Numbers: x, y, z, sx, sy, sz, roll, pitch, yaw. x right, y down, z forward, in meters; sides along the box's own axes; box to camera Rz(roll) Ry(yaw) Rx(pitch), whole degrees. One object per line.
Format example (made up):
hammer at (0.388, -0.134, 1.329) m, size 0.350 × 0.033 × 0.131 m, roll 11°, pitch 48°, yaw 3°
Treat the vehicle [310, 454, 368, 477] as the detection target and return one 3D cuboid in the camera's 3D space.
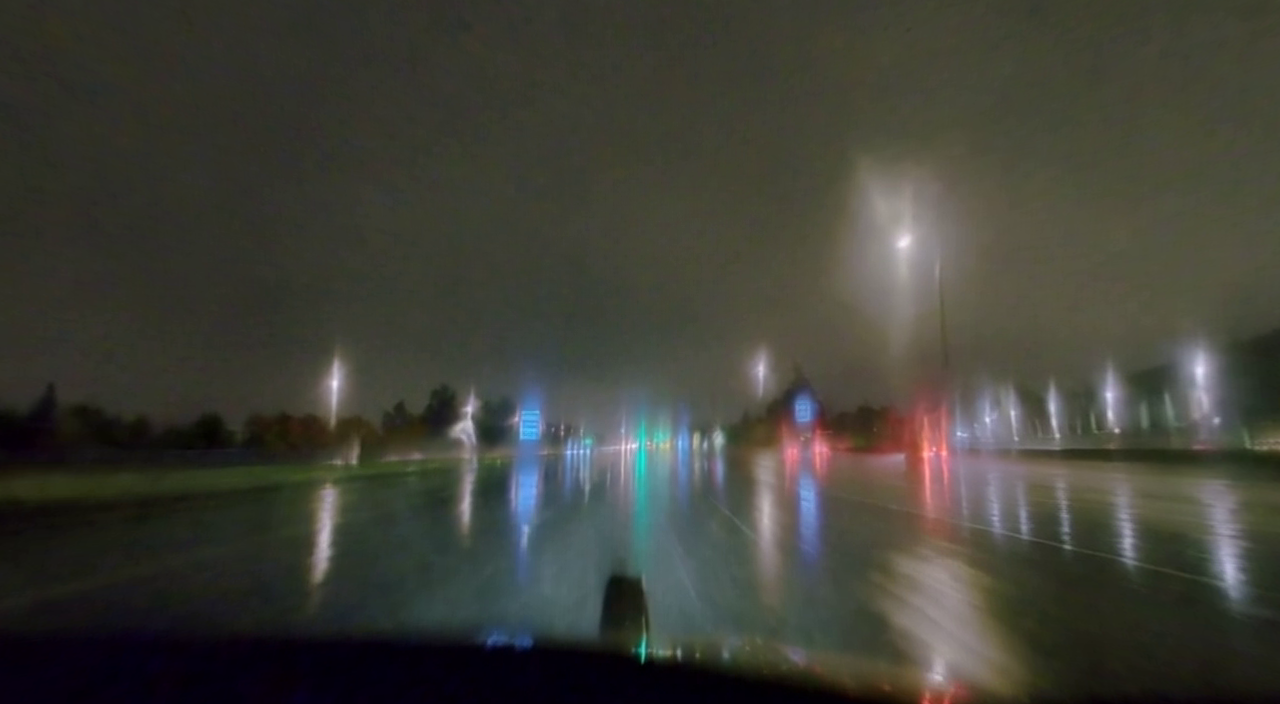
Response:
vehicle at (-21.068, 7.938, 44.300) m, size 1.870 × 1.479 × 4.388 m, roll 0°, pitch -8°, yaw 1°
